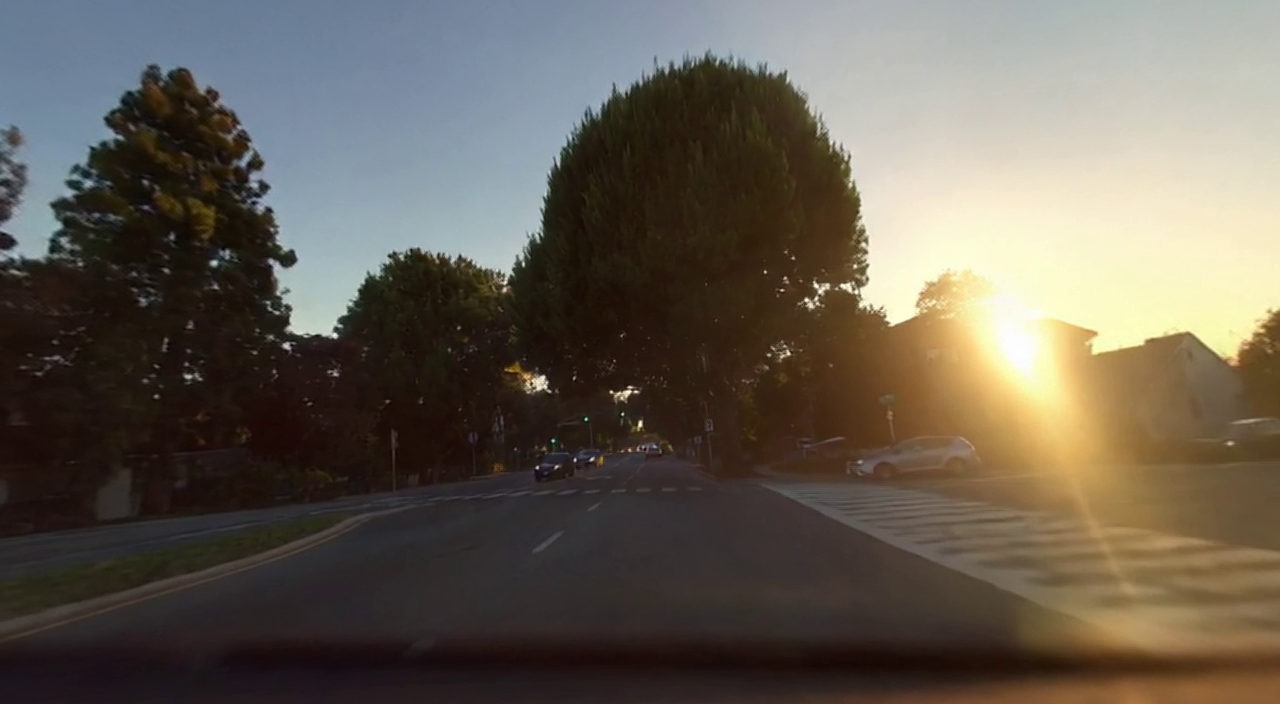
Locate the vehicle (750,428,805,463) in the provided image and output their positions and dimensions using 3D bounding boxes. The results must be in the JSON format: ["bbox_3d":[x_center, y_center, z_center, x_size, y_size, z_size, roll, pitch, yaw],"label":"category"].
[{"bbox_3d":[9.530,6.607,44.405,2.649,2.151,6.555,-2,-9,3],"label":"vehicle"}]

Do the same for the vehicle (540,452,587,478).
[{"bbox_3d":[-4.608,6.882,38.789,2.078,1.467,4.376,-1,-9,4],"label":"vehicle"}]

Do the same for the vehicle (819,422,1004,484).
[{"bbox_3d":[8.215,3.156,19.684,4.906,1.729,2.414,-3,-10,17],"label":"vehicle"}]
